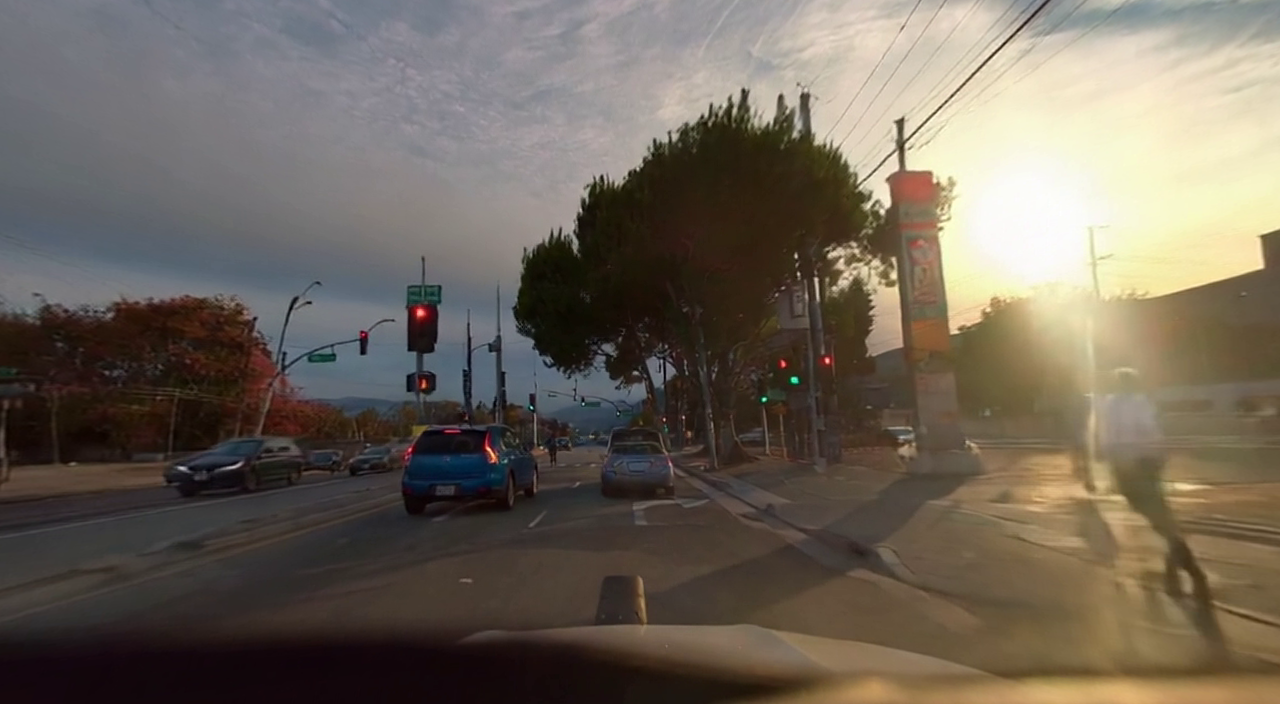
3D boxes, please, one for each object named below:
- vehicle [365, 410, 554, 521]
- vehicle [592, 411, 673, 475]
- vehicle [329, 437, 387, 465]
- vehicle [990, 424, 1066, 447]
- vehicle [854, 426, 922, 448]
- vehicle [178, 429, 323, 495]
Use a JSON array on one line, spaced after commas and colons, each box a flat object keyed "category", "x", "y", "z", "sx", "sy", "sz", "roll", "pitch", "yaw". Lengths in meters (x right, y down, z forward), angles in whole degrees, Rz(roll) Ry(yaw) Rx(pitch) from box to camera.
[{"category": "vehicle", "x": -3.190, "y": 2.151, "z": 12.471, "sx": 2.247, "sy": 1.734, "sz": 4.919, "roll": 0, "pitch": -8, "yaw": 1}, {"category": "vehicle", "x": -0.220, "y": 3.252, "z": 22.588, "sx": 2.552, "sy": 1.999, "sz": 5.498, "roll": 0, "pitch": -8, "yaw": 0}, {"category": "vehicle", "x": -16.555, "y": 5.843, "z": 37.127, "sx": 1.719, "sy": 1.523, "sz": 3.864, "roll": 0, "pitch": -8, "yaw": -1}, {"category": "vehicle", "x": 28.876, "y": 6.206, "z": 46.898, "sx": 4.403, "sy": 1.484, "sz": 1.952, "roll": -1, "pitch": -9, "yaw": -5}, {"category": "vehicle", "x": 17.503, "y": 6.047, "z": 44.558, "sx": 3.997, "sy": 1.496, "sz": 1.907, "roll": 1, "pitch": -8, "yaw": -11}, {"category": "vehicle", "x": -12.031, "y": 3.400, "z": 19.845, "sx": 1.912, "sy": 1.831, "sz": 4.314, "roll": 0, "pitch": -8, "yaw": -3}]
